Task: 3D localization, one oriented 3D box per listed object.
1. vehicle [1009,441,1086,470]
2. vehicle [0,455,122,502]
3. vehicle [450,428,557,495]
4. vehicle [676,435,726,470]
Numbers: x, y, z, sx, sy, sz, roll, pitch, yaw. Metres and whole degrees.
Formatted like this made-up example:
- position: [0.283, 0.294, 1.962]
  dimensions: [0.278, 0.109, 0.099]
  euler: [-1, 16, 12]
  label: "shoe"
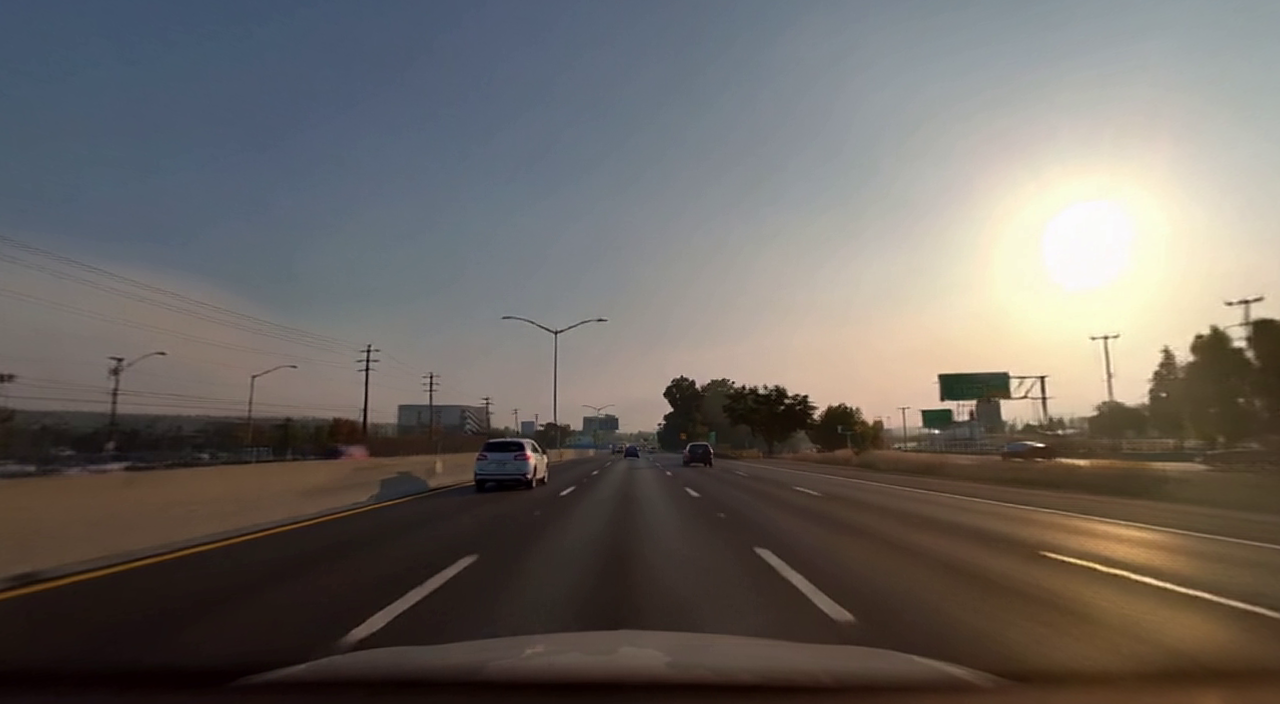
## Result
- position: [26.825, 6.800, 41.834]
  dimensions: [2.070, 1.782, 5.006]
  euler: [-1, -8, 5]
  label: "vehicle"
- position: [-19.743, 4.233, 21.379]
  dimensions: [1.515, 1.385, 3.342]
  euler: [0, -8, 0]
  label: "vehicle"
- position: [-3.775, 3.131, 18.430]
  dimensions: [2.099, 1.682, 4.590]
  euler: [0, -8, 0]
  label: "vehicle"
- position: [2.969, 5.033, 31.743]
  dimensions: [1.997, 1.638, 4.281]
  euler: [0, -8, -1]
  label: "vehicle"
